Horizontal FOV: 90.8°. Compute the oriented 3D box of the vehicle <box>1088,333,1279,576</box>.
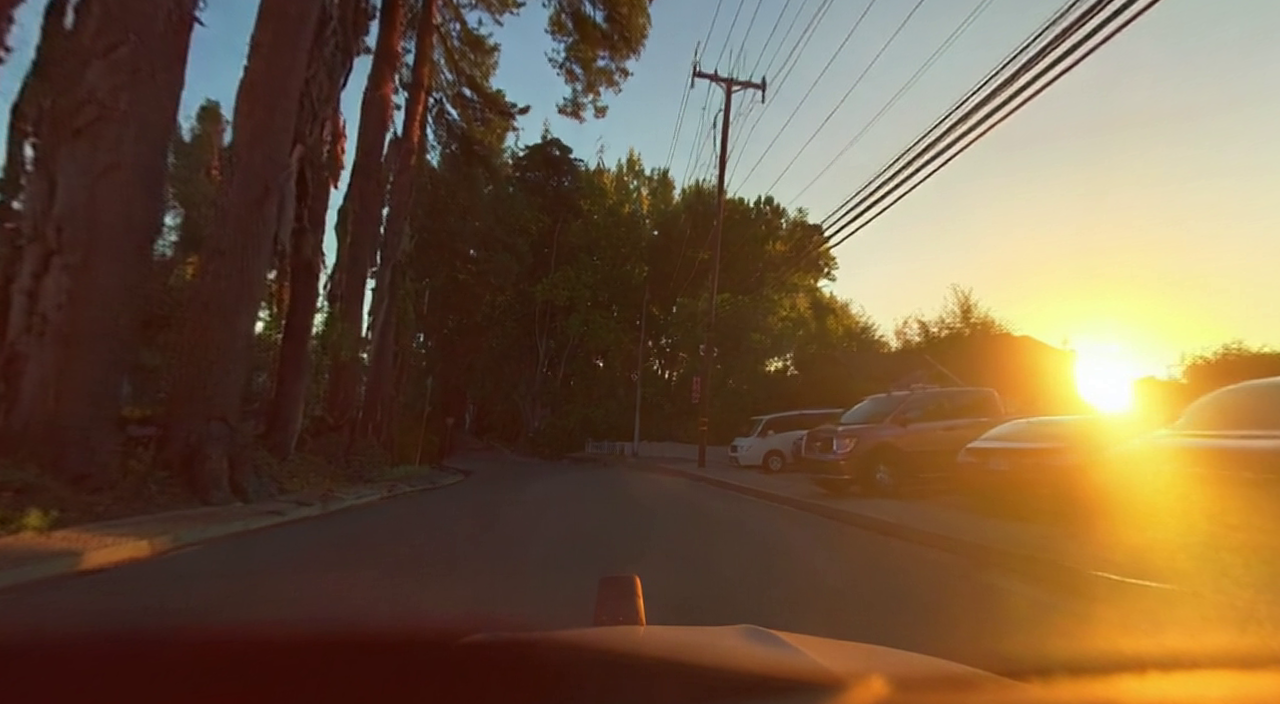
[{"bbox_3d":[6.918,0.902,6.203,4.444,1.902,2.099,2,-6,-26],"label":"vehicle"}]

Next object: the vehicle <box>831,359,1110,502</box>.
[{"bbox_3d":[6.646,1.596,12.600,5.269,2.289,2.446,5,-10,-32],"label":"vehicle"}]
